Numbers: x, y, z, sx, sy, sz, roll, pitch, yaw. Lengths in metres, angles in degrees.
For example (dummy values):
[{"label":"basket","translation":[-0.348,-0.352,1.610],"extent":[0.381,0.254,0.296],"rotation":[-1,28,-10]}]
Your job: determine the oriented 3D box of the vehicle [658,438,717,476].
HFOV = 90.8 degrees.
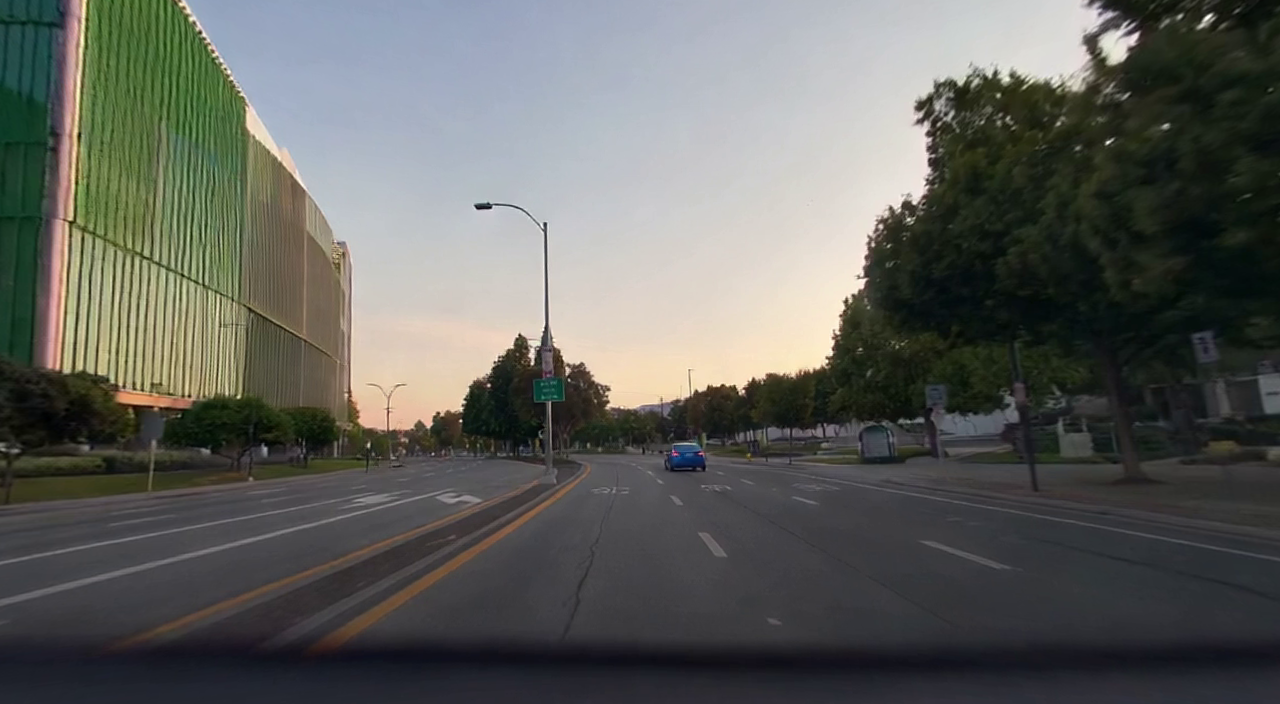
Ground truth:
[{"label":"vehicle","translation":[2.180,4.989,30.167],"extent":[2.165,1.633,4.381],"rotation":[0,-8,-4]}]
